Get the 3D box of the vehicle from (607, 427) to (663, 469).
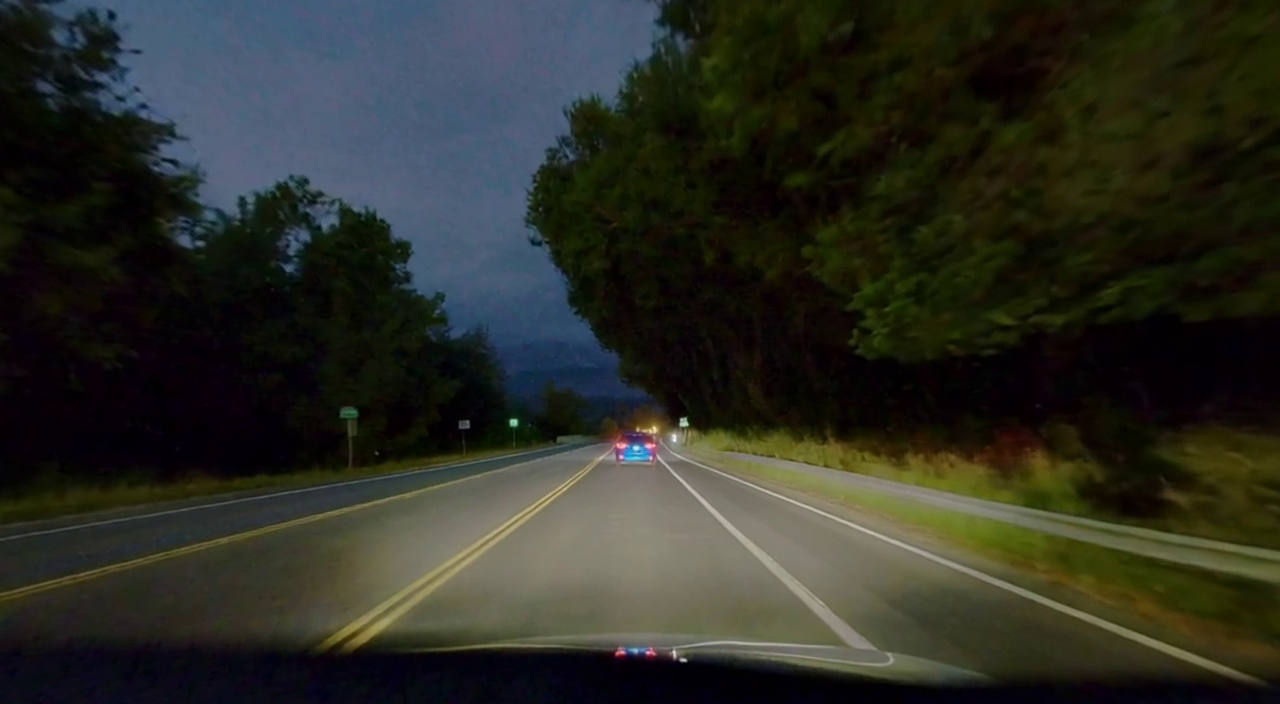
[{"bbox_3d":[-0.249,4.242,27.909,2.294,1.708,4.110,0,-8,-1],"label":"vehicle"}]
